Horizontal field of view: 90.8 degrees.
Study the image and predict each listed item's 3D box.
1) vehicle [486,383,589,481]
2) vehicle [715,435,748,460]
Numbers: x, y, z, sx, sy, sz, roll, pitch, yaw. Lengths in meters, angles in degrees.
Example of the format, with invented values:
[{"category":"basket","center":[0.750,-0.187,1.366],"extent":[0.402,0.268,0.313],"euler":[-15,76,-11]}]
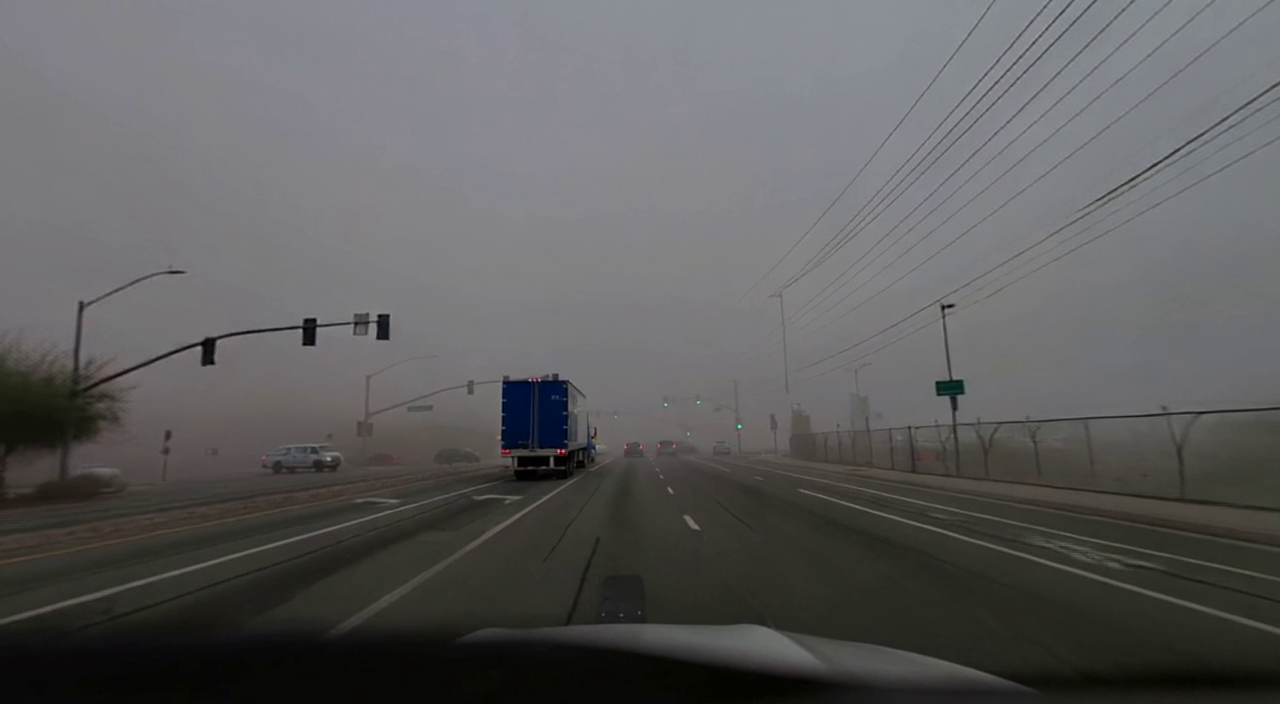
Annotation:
[{"category":"vehicle","center":[-3.845,3.365,25.923],"extent":[2.889,3.347,8.285],"euler":[0,-8,0]},{"category":"vehicle","center":[6.338,6.620,43.867],"extent":[2.102,1.662,4.533],"euler":[-1,-8,7]}]
